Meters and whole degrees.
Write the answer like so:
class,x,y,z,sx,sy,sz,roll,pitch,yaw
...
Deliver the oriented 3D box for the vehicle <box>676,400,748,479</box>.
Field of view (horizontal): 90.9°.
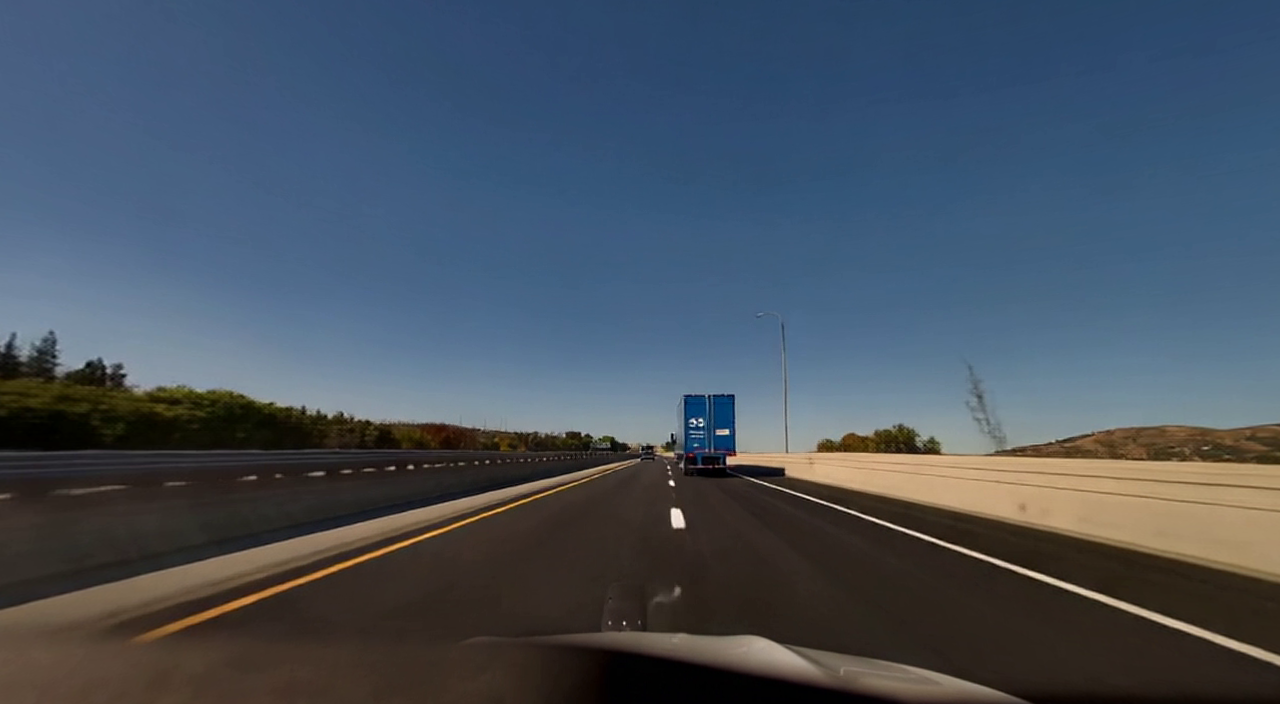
class,x,y,z,sx,sy,sz,roll,pitch,yaw
vehicle,3.710,4.940,35.100,3.107,3.718,10.231,0,-9,2
